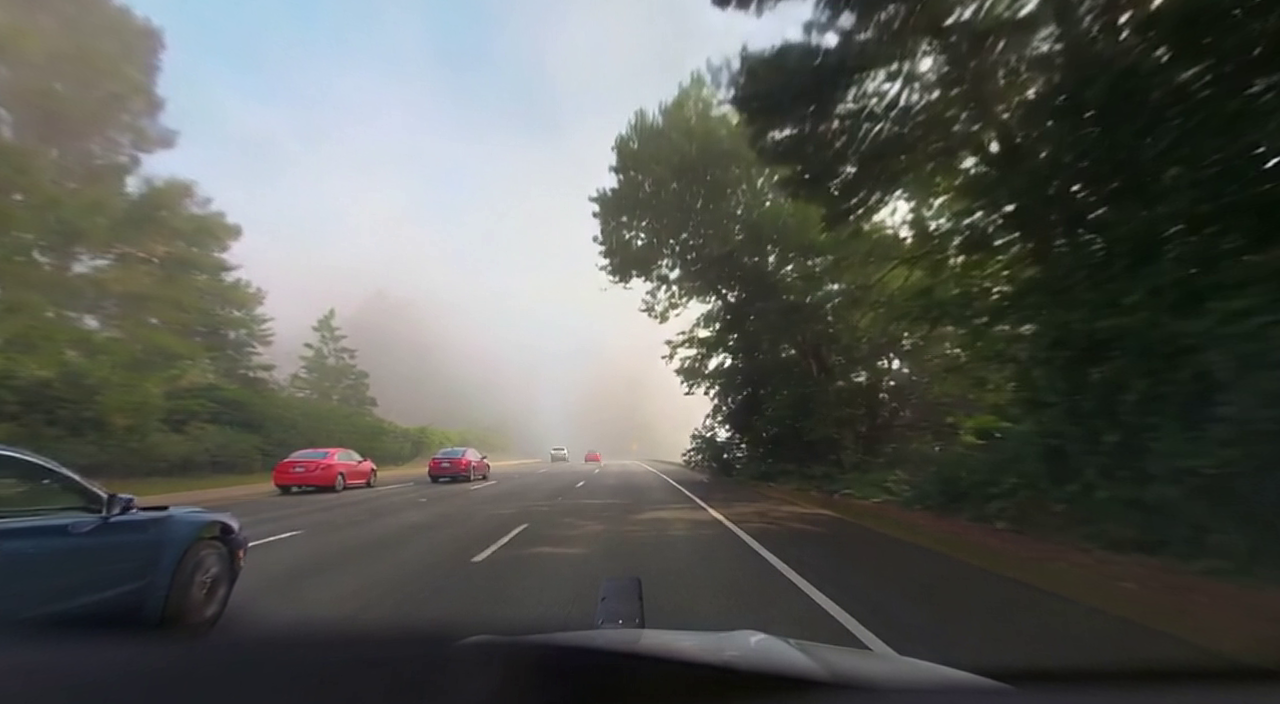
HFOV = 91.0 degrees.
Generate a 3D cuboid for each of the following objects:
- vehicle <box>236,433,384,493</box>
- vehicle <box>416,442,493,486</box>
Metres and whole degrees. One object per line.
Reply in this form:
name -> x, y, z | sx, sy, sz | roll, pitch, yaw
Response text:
vehicle -> -11.809, 4.011, 23.190 | 2.425, 1.926, 5.584 | 0, -9, 0
vehicle -> -7.789, 4.728, 26.913 | 2.060, 1.680, 4.255 | 0, -9, -1
